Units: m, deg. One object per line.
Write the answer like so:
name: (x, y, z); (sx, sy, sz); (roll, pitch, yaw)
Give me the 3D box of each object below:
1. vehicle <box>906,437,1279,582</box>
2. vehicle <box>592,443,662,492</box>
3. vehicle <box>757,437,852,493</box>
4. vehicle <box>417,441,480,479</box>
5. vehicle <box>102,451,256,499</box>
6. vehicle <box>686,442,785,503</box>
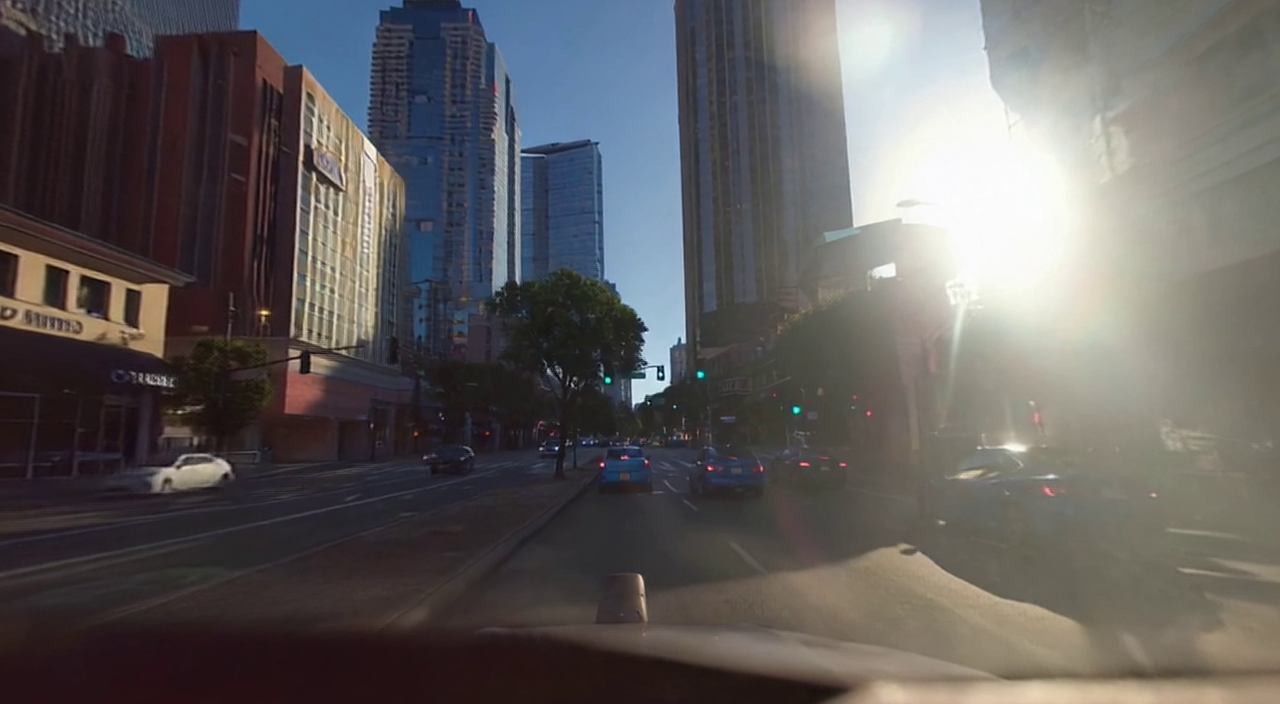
vehicle: (5.798, 1.988, 8.949); (1.914, 1.484, 4.639); (0, -9, -2)
vehicle: (-0.441, 3.806, 21.163); (2.096, 1.457, 4.160); (0, -9, -2)
vehicle: (5.679, 3.953, 22.428); (2.015, 1.745, 4.444); (0, -9, -2)
vehicle: (-9.680, 5.462, 32.269); (1.827, 1.787, 4.474); (0, -9, -1)
vehicle: (-15.958, 4.243, 22.266); (2.017, 1.460, 4.556); (0, -9, -1)
vehicle: (2.526, 3.313, 17.873); (1.987, 1.484, 4.427); (0, -9, -2)
